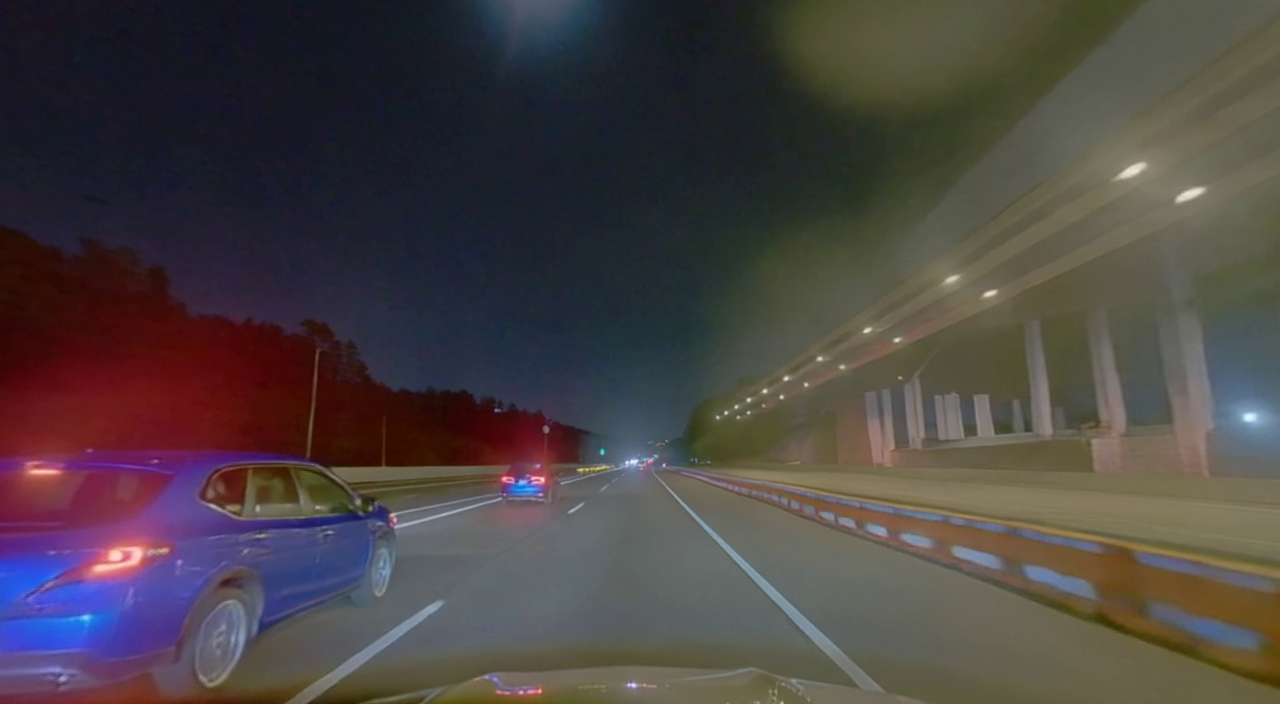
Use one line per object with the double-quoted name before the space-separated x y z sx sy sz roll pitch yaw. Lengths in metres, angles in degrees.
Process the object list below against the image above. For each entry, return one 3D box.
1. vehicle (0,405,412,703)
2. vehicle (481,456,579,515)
"vehicle" -3.396 1.211 3.793 2.023 1.507 5.082 1 -10 1
"vehicle" -3.016 3.782 18.112 1.992 1.466 3.690 0 -10 2
